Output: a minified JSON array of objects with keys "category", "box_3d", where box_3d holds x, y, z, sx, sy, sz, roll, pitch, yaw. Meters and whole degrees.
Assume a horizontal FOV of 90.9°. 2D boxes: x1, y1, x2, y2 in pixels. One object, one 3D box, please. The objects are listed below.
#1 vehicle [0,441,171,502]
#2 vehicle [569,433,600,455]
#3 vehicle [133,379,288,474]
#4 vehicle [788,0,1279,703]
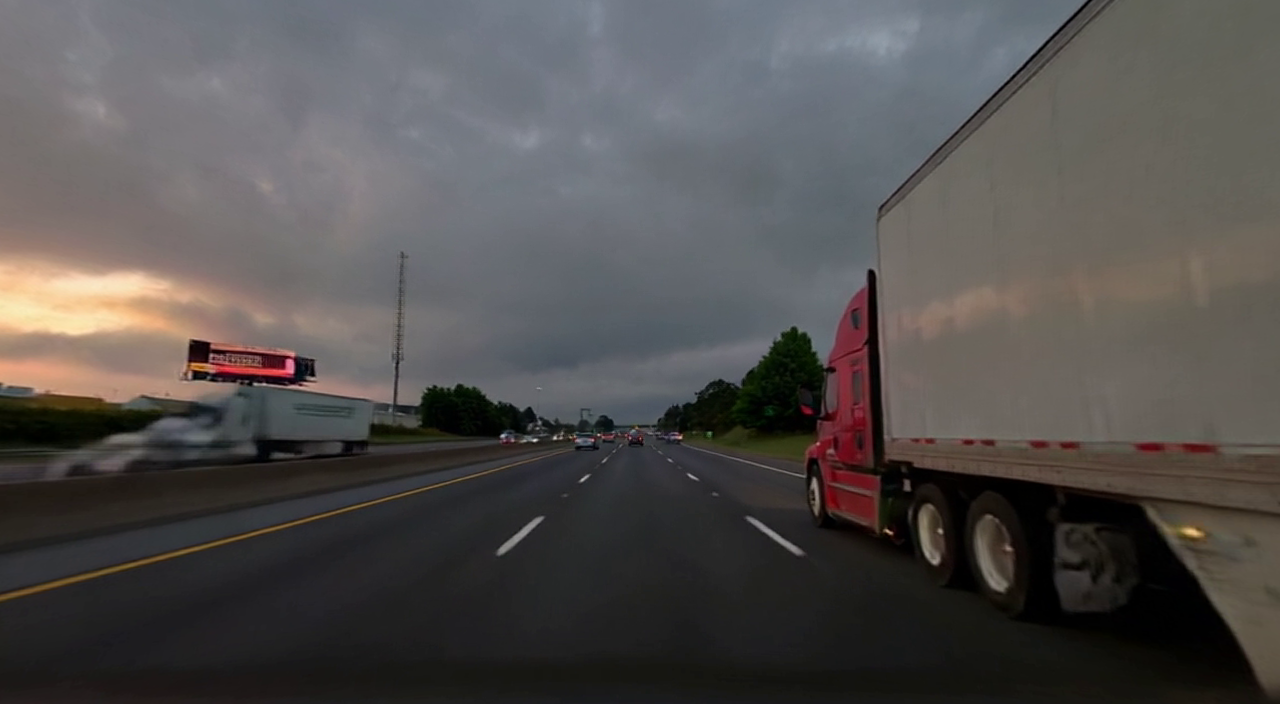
[{"category":"vehicle","box_3d":[-15.575,3.234,17.606,1.861,1.460,3.997,0,-8,-1]},{"category":"vehicle","box_3d":[-3.884,6.539,44.724,1.930,1.484,3.849,0,-8,-1]},{"category":"vehicle","box_3d":[-19.986,3.557,29.874,3.076,4.017,5.908,0,-8,-1]},{"category":"vehicle","box_3d":[3.669,0.180,5.756,3.027,3.796,6.035,0,-8,-1]}]
